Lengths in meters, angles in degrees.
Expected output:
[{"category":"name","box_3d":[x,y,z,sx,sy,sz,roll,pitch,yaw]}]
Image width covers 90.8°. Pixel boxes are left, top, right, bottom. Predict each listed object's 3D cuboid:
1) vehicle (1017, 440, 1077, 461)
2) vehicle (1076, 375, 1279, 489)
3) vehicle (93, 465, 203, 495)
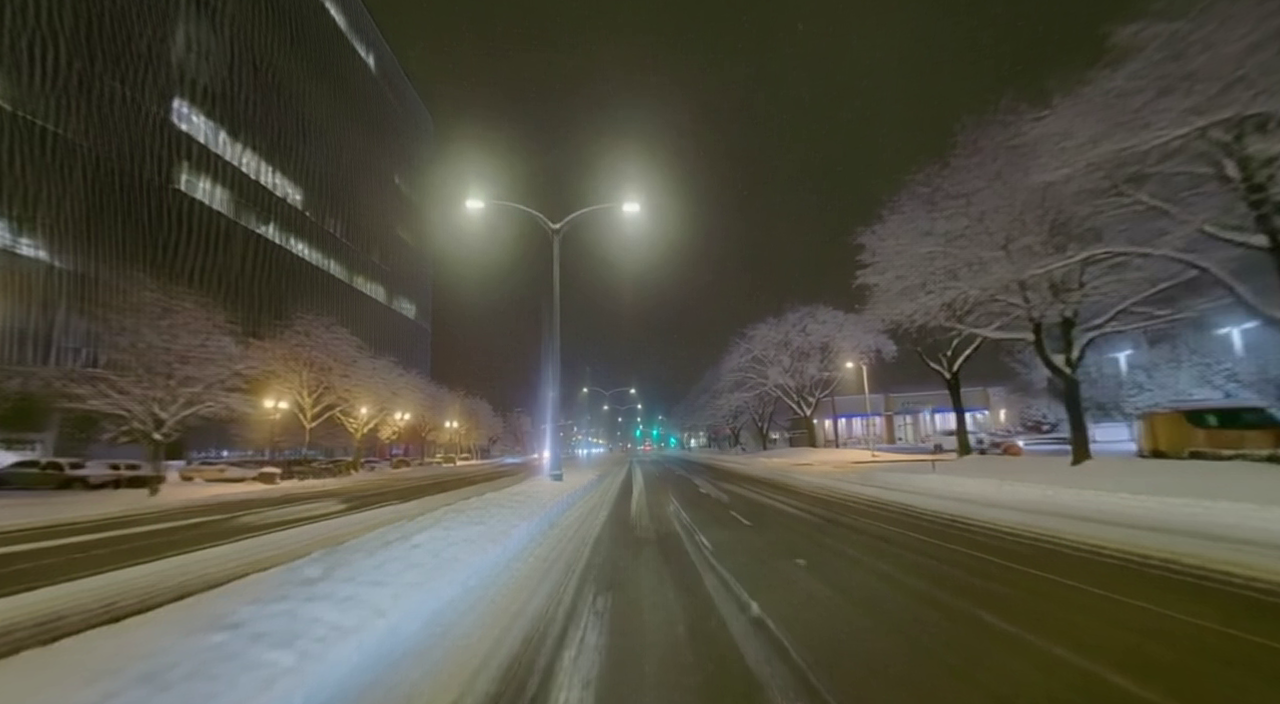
[{"category":"vehicle","box_3d":[29.990,7.277,46.737,1.748,1.435,3.949,0,-9,-1]},{"category":"vehicle","box_3d":[19.477,2.879,21.956,2.630,3.176,8.459,-4,-10,2]},{"category":"vehicle","box_3d":[-27.484,7.110,35.376,4.633,1.454,1.909,7,-11,-41]}]
